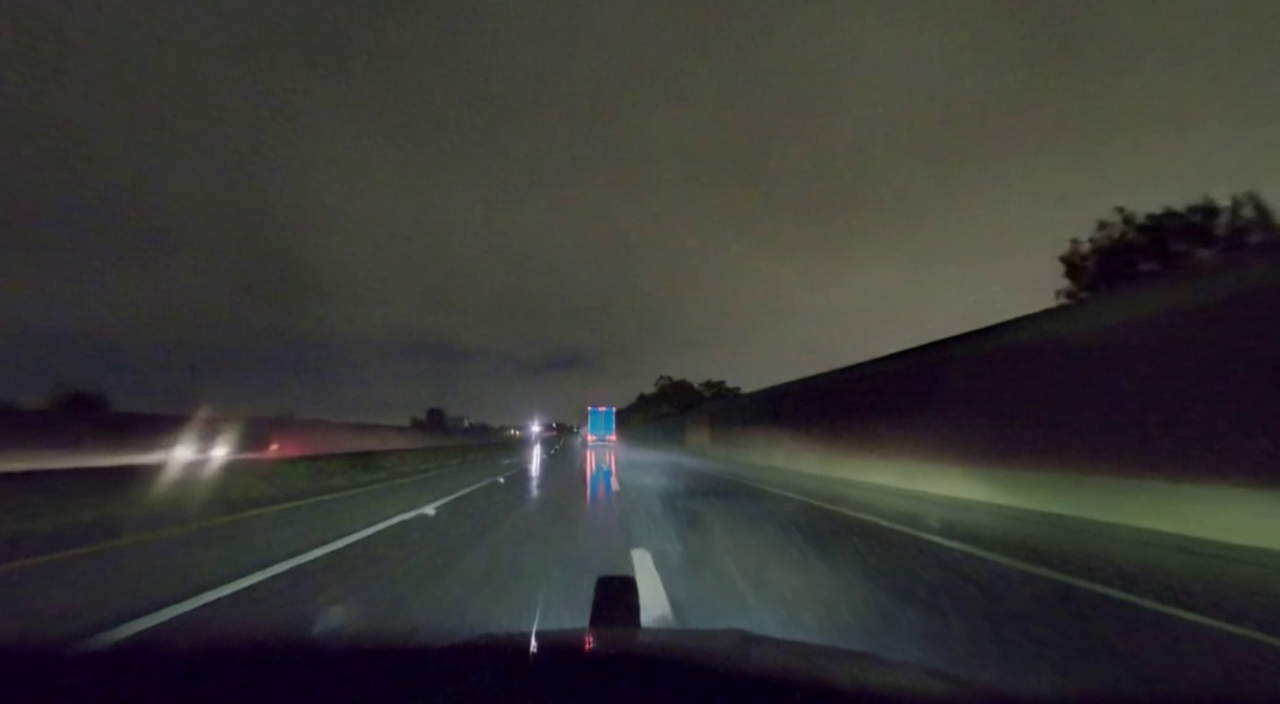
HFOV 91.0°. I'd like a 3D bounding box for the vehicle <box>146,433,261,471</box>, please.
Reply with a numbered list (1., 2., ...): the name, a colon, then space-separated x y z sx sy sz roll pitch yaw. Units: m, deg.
1. vehicle: -18.483 4.241 26.936 2.073 1.459 4.333 0 -8 -5
